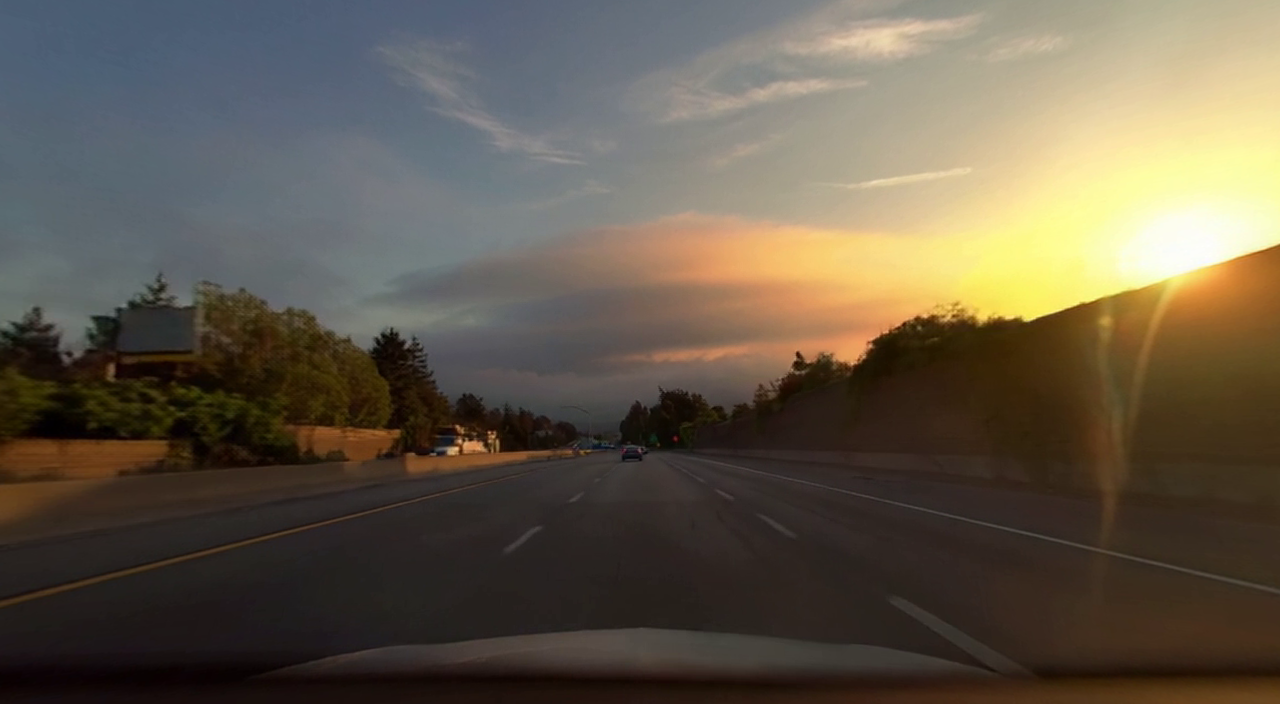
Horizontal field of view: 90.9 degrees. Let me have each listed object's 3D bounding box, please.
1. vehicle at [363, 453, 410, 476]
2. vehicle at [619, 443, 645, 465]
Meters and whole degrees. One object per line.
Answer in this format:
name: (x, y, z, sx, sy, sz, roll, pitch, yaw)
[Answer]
vehicle: (-17.047, 7.554, 42.498, 1.622, 1.431, 3.611, 0, -9, 0)
vehicle: (-0.549, 7.481, 46.183, 1.873, 1.529, 3.953, 0, -9, 0)
